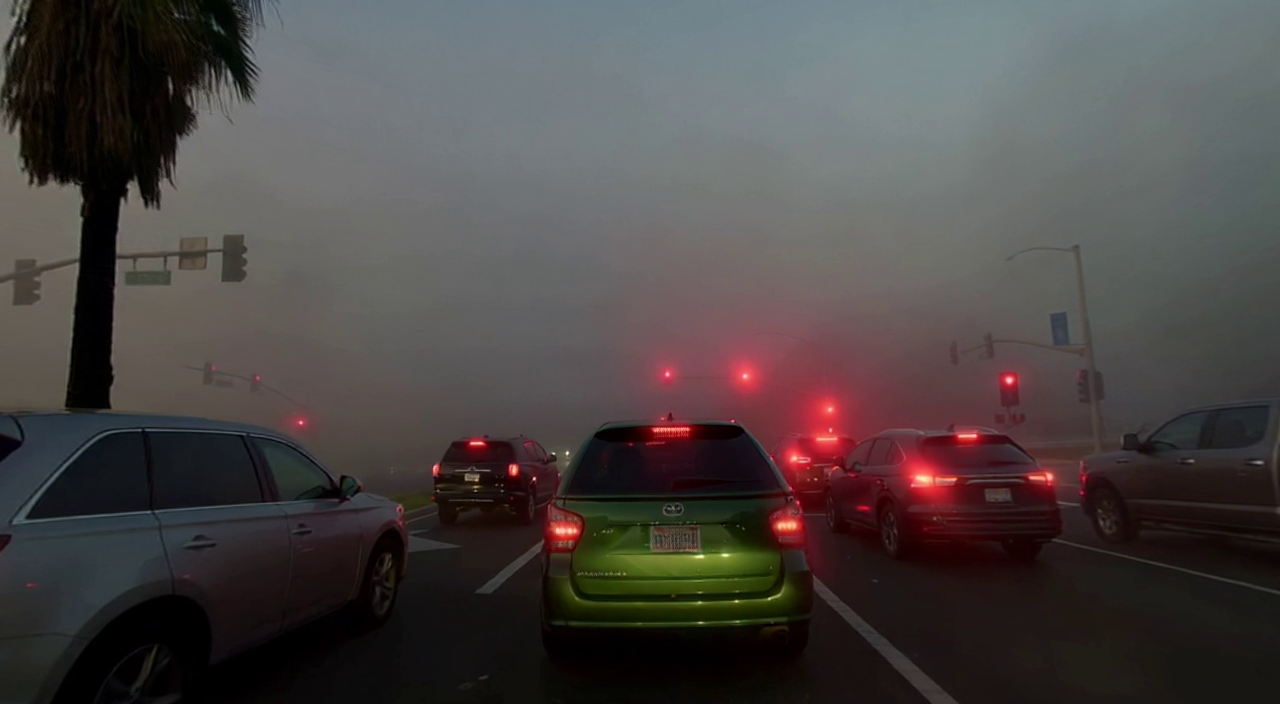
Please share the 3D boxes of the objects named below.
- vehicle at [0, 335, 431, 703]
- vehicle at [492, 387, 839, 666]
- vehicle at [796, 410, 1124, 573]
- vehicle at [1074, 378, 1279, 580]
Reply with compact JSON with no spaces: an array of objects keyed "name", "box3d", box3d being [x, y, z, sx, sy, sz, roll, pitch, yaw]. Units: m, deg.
[{"name":"vehicle","box3d":[-3.149,1.088,3.904,2.171,1.702,4.416,0,-9,0]},{"name":"vehicle","box3d":[0.187,1.377,6.008,2.123,1.704,4.128,0,-8,1]},{"name":"vehicle","box3d":[4.038,1.864,9.277,2.072,1.704,5.170,0,-8,-1]},{"name":"vehicle","box3d":[7.333,1.211,5.975,2.337,1.925,5.728,0,-8,1]}]
